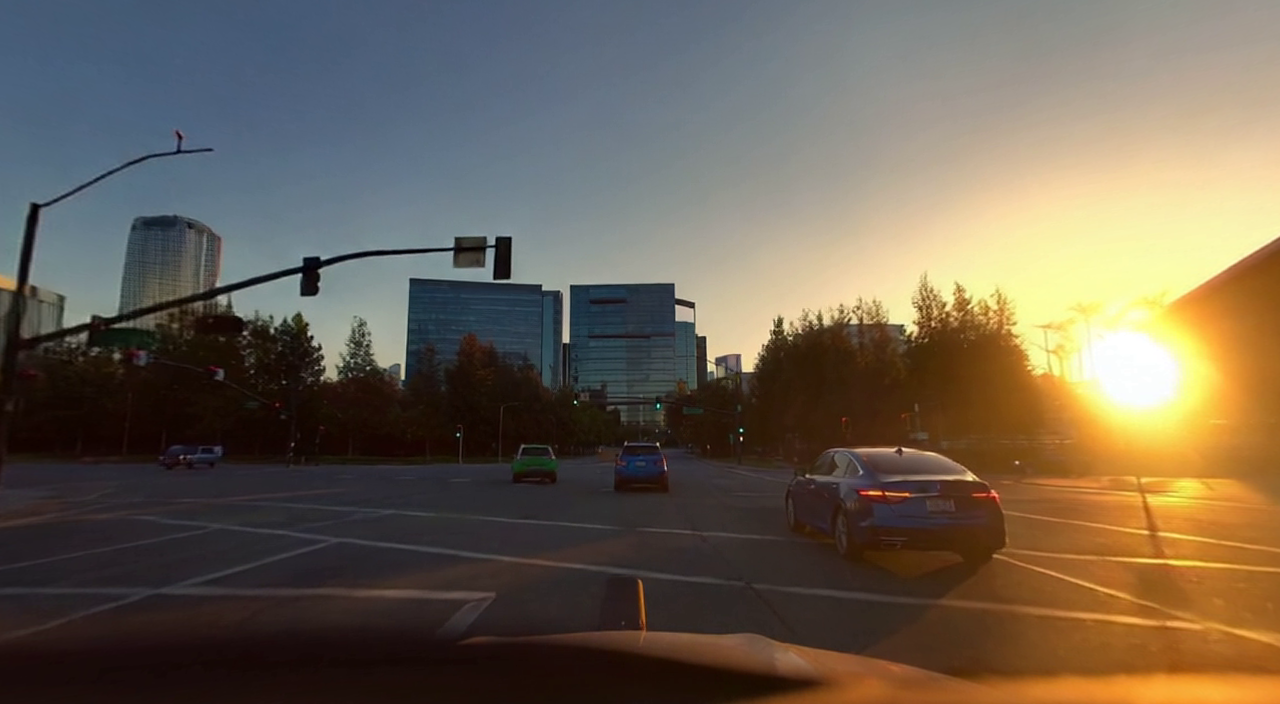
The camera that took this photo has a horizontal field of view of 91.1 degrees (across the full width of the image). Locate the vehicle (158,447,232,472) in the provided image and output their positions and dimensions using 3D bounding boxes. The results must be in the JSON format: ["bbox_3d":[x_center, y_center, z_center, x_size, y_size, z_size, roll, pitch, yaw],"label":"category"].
[{"bbox_3d":[-31.392,7.549,44.305,4.422,1.605,1.955,-3,-9,20],"label":"vehicle"}]

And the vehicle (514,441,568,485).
[{"bbox_3d":[-4.048,4.448,25.517,1.987,1.633,4.005,2,-8,-10],"label":"vehicle"}]

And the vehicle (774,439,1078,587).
[{"bbox_3d":[3.360,1.952,8.622,2.056,1.468,4.520,0,-8,0],"label":"vehicle"}]

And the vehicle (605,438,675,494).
[{"bbox_3d":[-0.003,3.750,21.098,2.108,1.654,4.235,0,-8,0],"label":"vehicle"}]
